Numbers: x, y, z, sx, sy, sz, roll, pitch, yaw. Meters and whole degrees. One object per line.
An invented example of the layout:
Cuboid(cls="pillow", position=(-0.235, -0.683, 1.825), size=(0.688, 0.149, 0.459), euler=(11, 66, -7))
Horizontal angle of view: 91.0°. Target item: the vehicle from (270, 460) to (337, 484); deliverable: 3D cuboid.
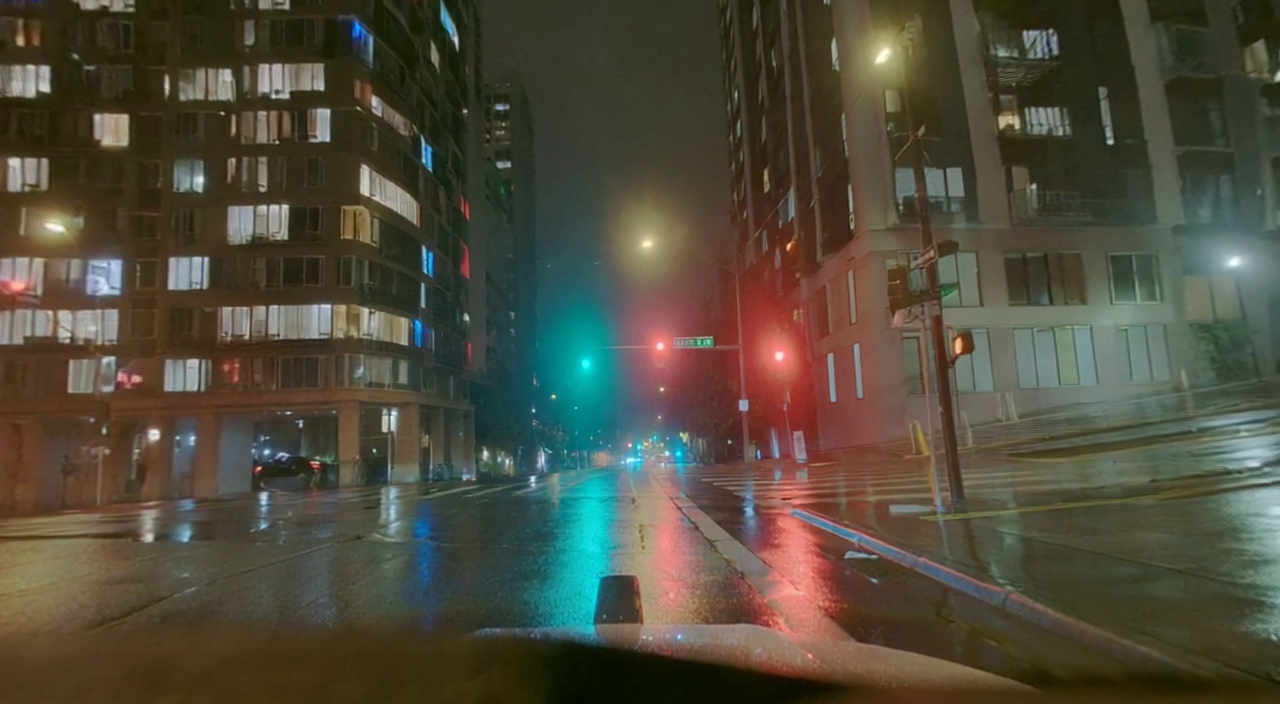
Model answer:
Cuboid(cls="vehicle", position=(-24.668, 8.806, 46.275), size=(3.882, 1.600, 1.768), euler=(0, -9, 2))
